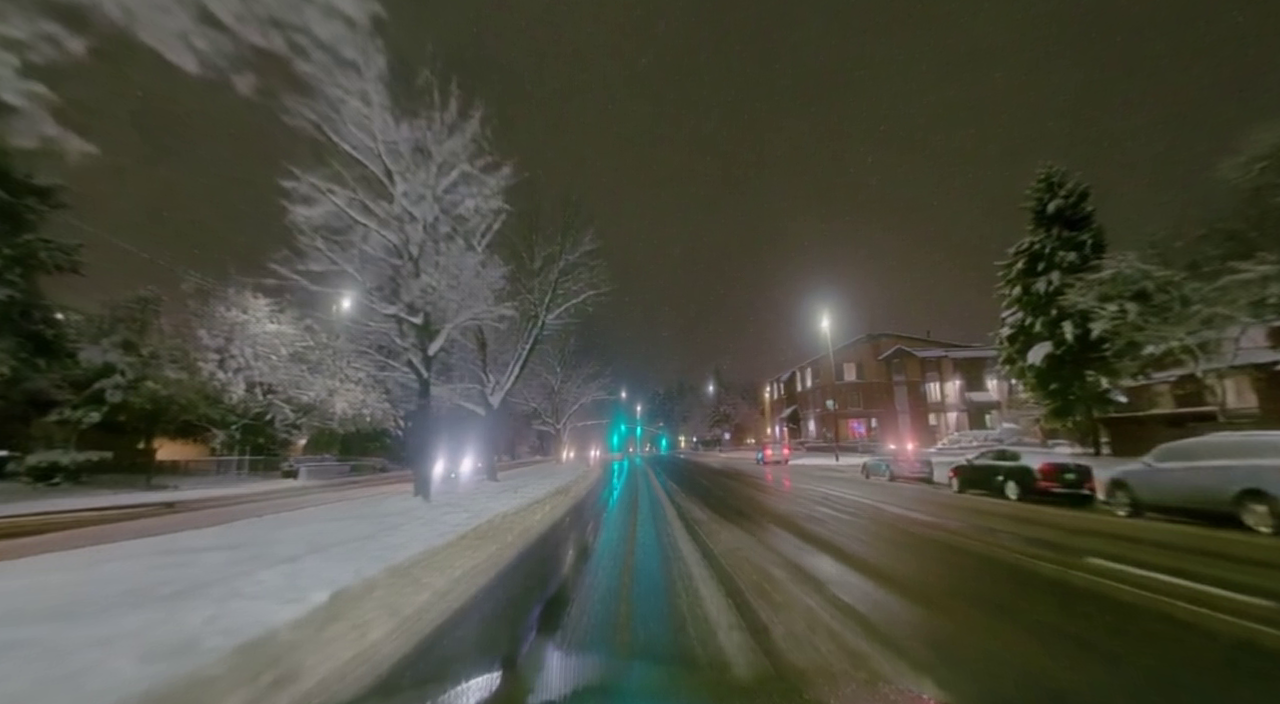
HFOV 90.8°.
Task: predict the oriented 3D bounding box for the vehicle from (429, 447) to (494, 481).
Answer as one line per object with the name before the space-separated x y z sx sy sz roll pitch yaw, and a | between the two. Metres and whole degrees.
vehicle | -10.072 6.356 36.125 2.108 1.794 4.995 -1 -9 2

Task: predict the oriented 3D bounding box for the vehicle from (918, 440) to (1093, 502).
vehicle | 9.699 3.189 17.339 1.930 1.453 4.665 0 -9 -1

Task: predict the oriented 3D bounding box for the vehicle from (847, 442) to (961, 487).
vehicle | 9.510 4.089 23.253 1.898 1.477 4.695 0 -9 -4

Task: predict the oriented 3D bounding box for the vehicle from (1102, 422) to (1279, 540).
vehicle | 9.868 1.965 9.906 1.970 1.610 4.247 0 -9 0
